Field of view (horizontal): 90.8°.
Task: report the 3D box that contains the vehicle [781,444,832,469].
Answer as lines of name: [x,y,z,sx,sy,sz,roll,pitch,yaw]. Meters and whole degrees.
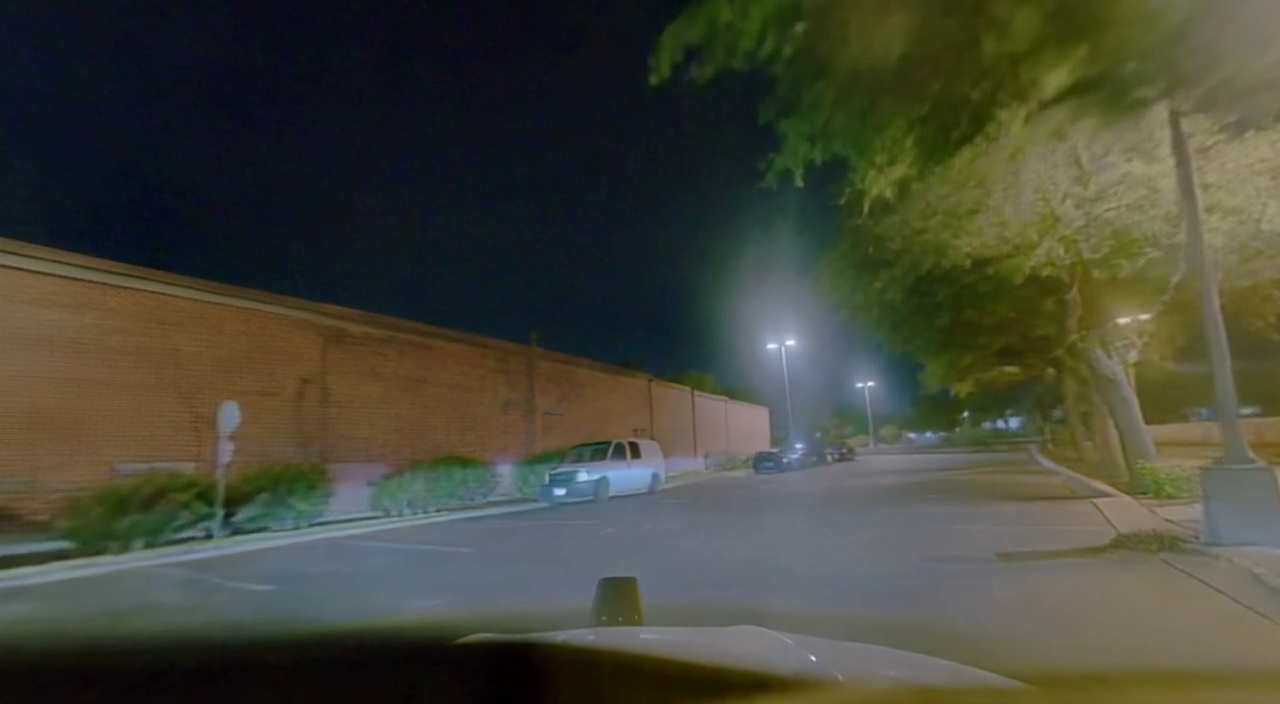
vehicle: [10.926,6.777,41.250,2.038,1.525,4.383,-5,-10,31]

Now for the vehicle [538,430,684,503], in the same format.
vehicle: [-0.809,3.919,22.139,2.433,2.193,5.547,-5,-10,30]

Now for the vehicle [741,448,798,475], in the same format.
vehicle: [7.440,6.227,36.007,1.938,1.191,3.630,-13,-12,29]
